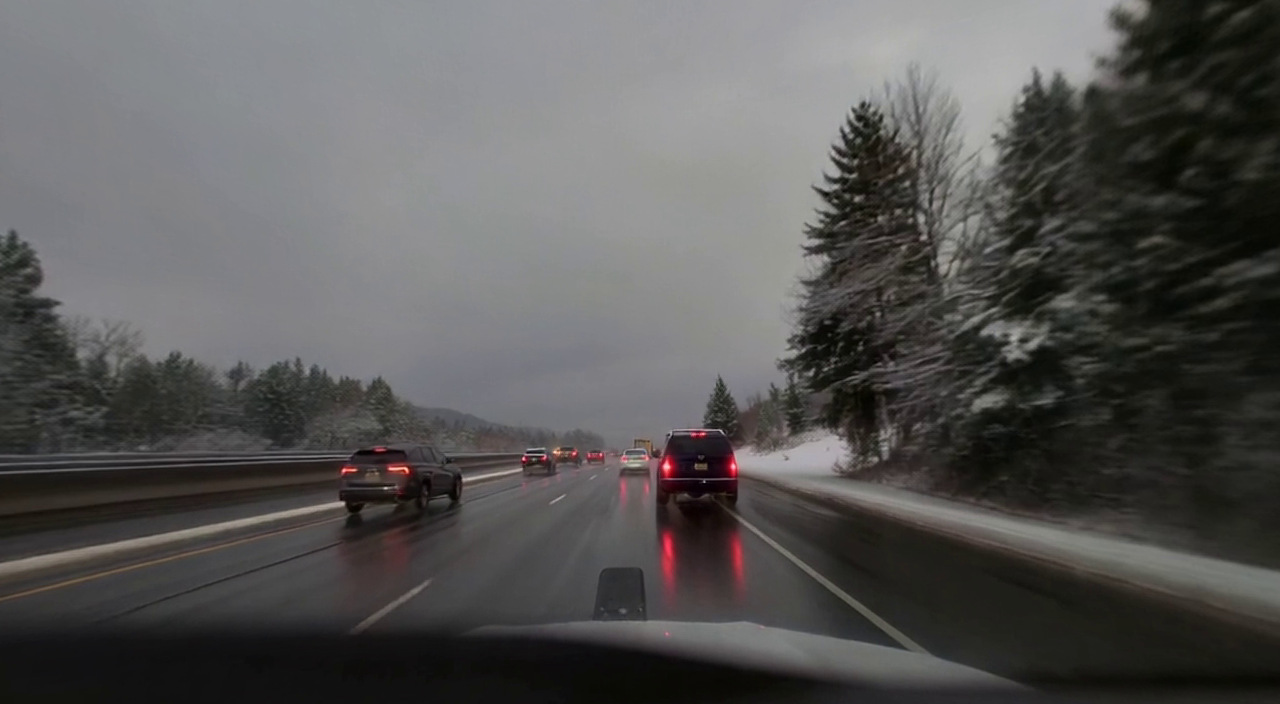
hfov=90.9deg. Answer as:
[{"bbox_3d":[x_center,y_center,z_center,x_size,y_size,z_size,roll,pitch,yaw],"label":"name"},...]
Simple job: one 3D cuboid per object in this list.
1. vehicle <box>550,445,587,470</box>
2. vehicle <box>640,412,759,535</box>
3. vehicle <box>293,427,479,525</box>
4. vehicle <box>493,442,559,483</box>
[{"bbox_3d":[-4.551,6.749,40.598,1.855,1.527,4.209,0,-9,1],"label":"vehicle"},{"bbox_3d":[0.933,2.214,11.957,1.825,1.920,3.960,0,-9,-1],"label":"vehicle"},{"bbox_3d":[-4.859,2.423,12.829,1.934,1.642,4.201,0,-9,1],"label":"vehicle"},{"bbox_3d":[-4.559,4.468,25.752,1.867,1.489,3.829,0,-9,1],"label":"vehicle"}]
